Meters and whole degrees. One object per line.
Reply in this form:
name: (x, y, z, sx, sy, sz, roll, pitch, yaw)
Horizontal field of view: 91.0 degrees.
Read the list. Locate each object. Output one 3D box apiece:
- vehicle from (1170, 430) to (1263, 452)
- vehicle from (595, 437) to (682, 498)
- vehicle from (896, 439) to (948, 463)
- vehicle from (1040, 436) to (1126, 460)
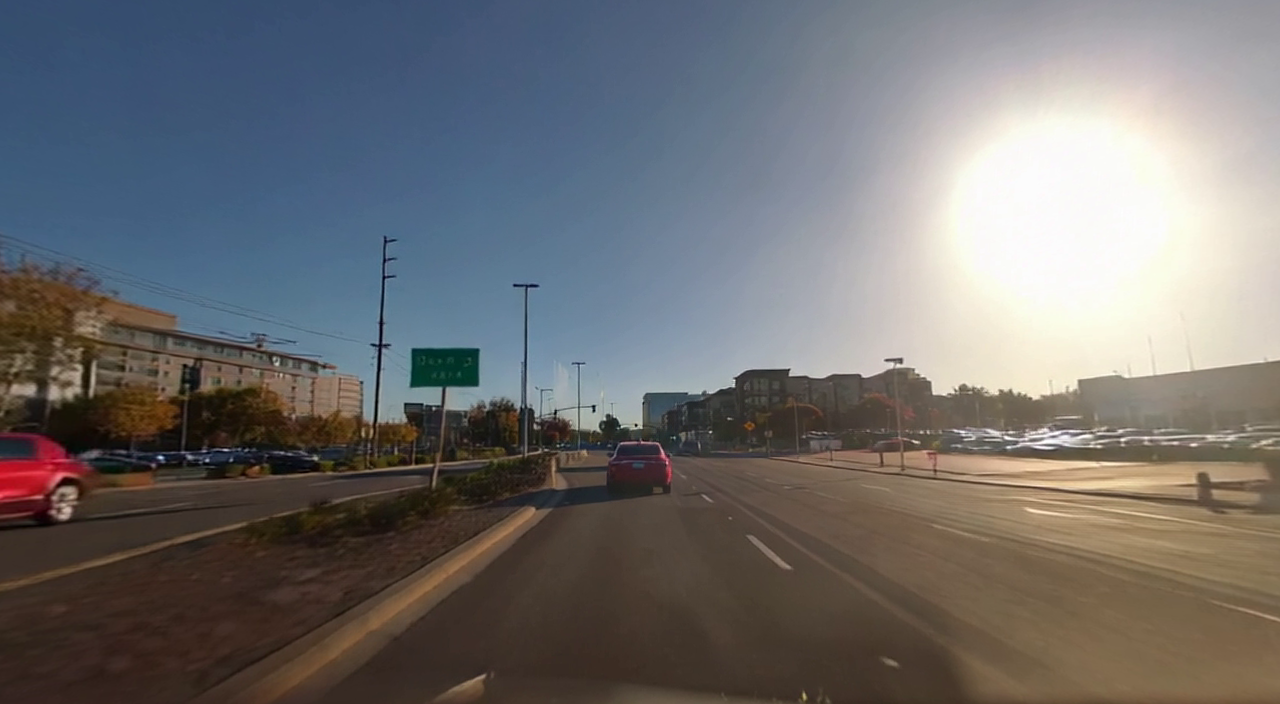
vehicle: (39.259, 6.075, 42.957, 4.345, 1.463, 1.933, 0, -8, 2)
vehicle: (-0.073, 3.141, 17.535, 2.126, 1.475, 3.967, 0, -8, -1)
vehicle: (22.311, 7.836, 49.952, 2.038, 1.673, 4.389, -2, -8, 0)
vehicle: (32.199, 6.946, 45.816, 4.711, 1.670, 1.950, 0, -8, 1)
